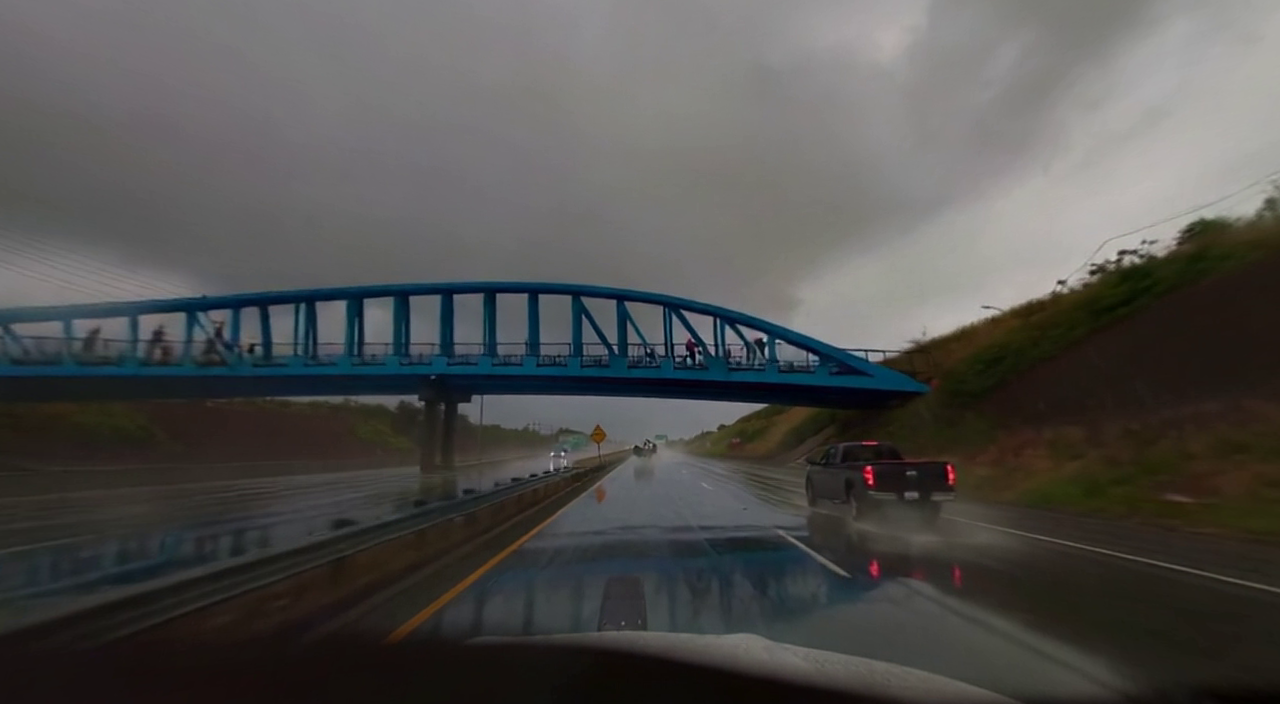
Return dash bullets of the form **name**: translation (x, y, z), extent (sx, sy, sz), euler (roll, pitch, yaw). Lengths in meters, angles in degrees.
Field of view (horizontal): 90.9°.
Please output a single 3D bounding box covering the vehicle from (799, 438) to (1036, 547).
- **vehicle**: translation (4.539, 2.367, 11.387), extent (1.988, 1.505, 4.958), euler (0, -9, 0)
